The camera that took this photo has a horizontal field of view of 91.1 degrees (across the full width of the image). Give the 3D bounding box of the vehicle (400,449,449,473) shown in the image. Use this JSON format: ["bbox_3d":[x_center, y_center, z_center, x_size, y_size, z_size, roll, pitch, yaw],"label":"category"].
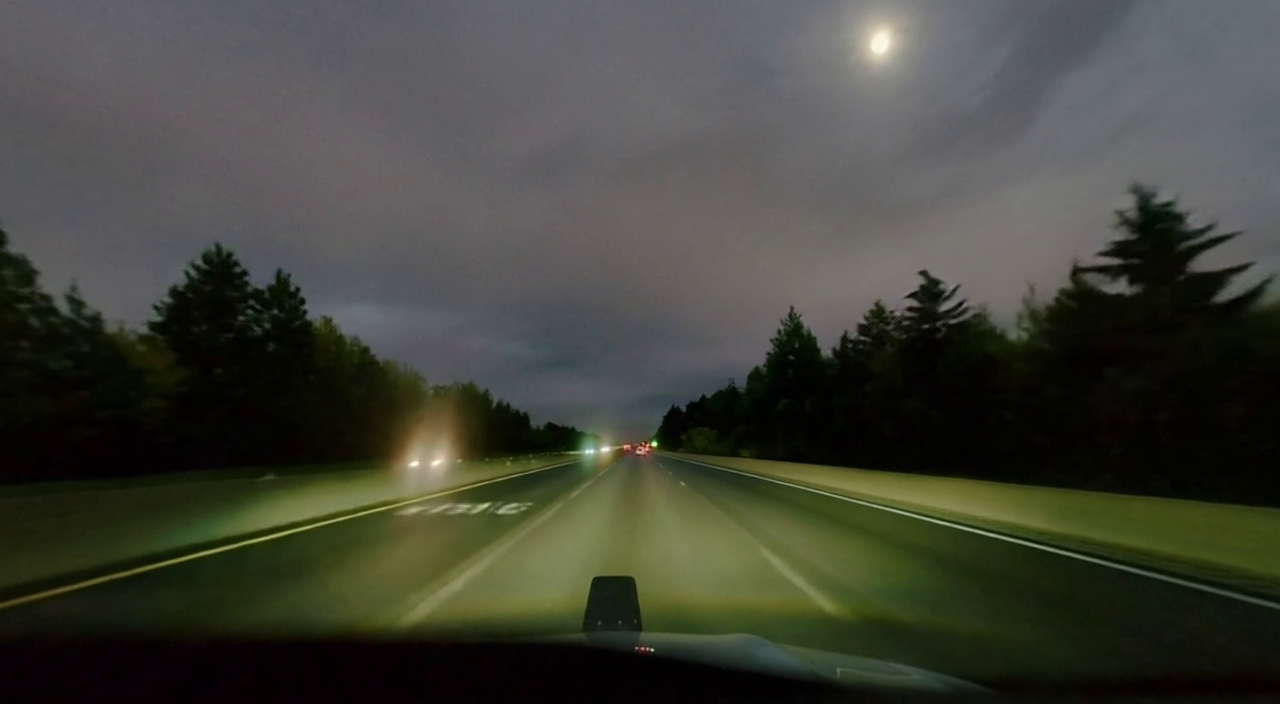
[{"bbox_3d":[-14.374,7.285,42.207,1.857,1.483,4.282,0,-9,-2],"label":"vehicle"}]
